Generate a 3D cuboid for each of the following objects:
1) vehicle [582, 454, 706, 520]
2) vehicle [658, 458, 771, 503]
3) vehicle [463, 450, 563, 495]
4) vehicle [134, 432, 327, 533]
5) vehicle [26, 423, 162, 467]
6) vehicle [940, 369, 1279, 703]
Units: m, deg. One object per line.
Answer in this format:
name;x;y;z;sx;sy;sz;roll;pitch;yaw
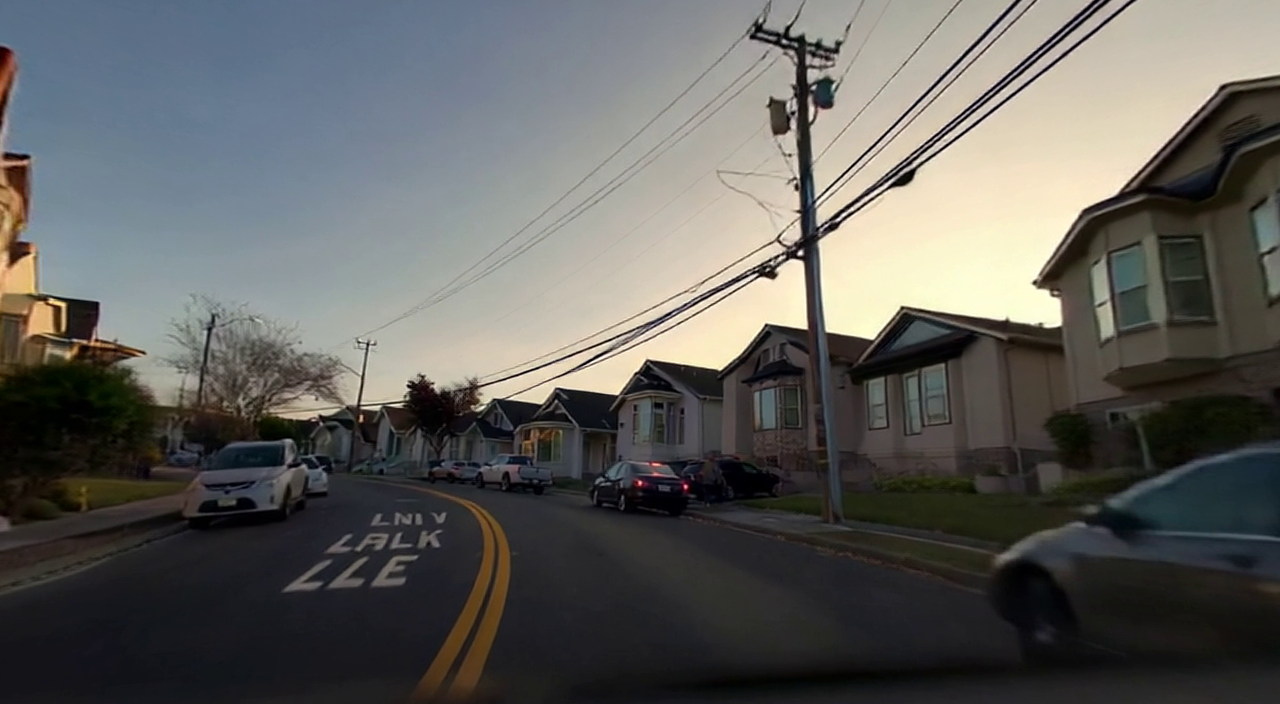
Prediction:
vehicle;-0.048;3.812;18.330;1.923;1.531;4.568;8;-11;-21
vehicle;2.994;5.075;25.298;4.163;1.586;2.023;6;-10;-33
vehicle;-6.190;5.713;30.249;2.449;1.869;5.504;11;-13;-35
vehicle;-9.048;2.972;14.682;2.378;1.840;5.389;4;-11;-18
vehicle;-22.923;3.998;26.676;4.064;1.569;1.861;9;-18;-40
vehicle;3.489;0.970;2.619;1.994;1.682;4.750;3;-9;-3
